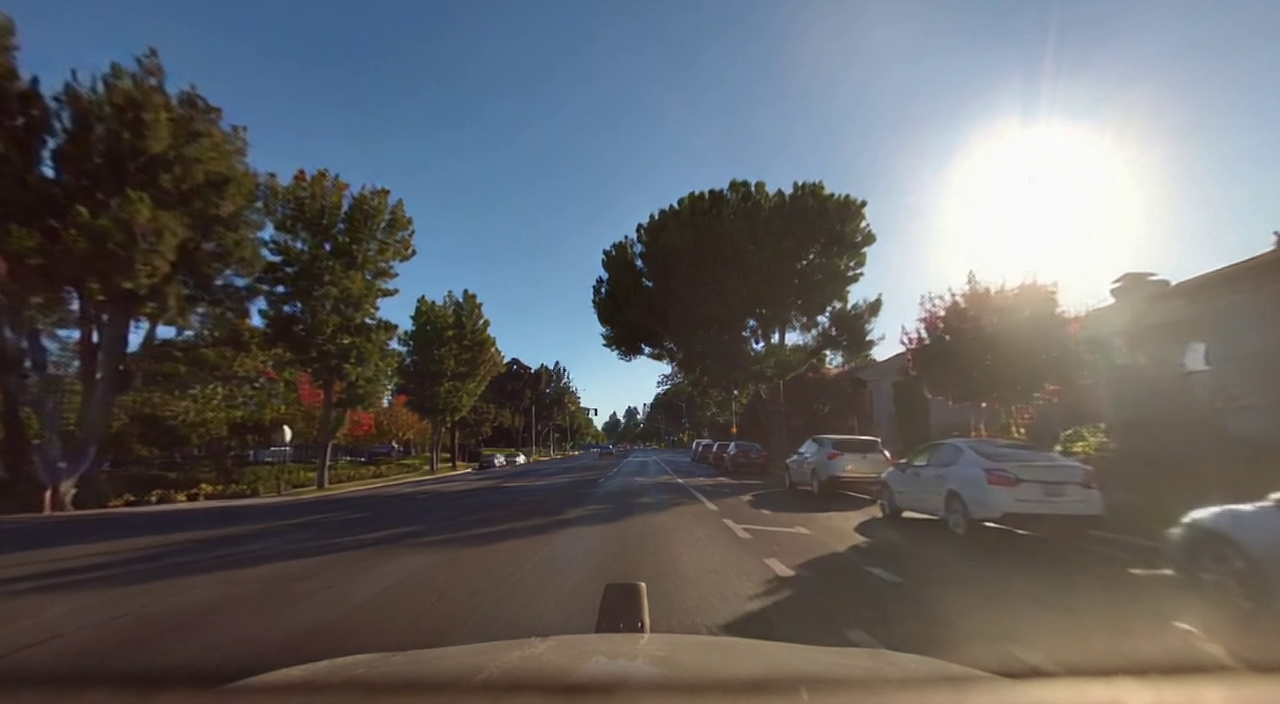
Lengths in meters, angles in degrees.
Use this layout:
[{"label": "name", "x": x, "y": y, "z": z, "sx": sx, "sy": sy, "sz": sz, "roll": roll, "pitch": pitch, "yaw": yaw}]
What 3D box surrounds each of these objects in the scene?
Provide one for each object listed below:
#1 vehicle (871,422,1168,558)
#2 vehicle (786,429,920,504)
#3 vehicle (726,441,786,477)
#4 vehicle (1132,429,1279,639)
[{"label": "vehicle", "x": 5.437, "y": 2.037, "z": 9.889, "sx": 1.974, "sy": 1.548, "sz": 4.160, "roll": -3, "pitch": -9, "yaw": 0}, {"label": "vehicle", "x": 5.365, "y": 2.935, "z": 16.604, "sx": 1.990, "sy": 1.694, "sz": 4.179, "roll": 0, "pitch": -8, "yaw": -1}, {"label": "vehicle", "x": 5.272, "y": 4.883, "z": 29.190, "sx": 1.837, "sy": 1.532, "sz": 3.886, "roll": 0, "pitch": -8, "yaw": -2}, {"label": "vehicle", "x": 5.387, "y": 1.127, "z": 3.459, "sx": 1.901, "sy": 1.443, "sz": 4.319, "roll": 0, "pitch": -8, "yaw": 0}]
